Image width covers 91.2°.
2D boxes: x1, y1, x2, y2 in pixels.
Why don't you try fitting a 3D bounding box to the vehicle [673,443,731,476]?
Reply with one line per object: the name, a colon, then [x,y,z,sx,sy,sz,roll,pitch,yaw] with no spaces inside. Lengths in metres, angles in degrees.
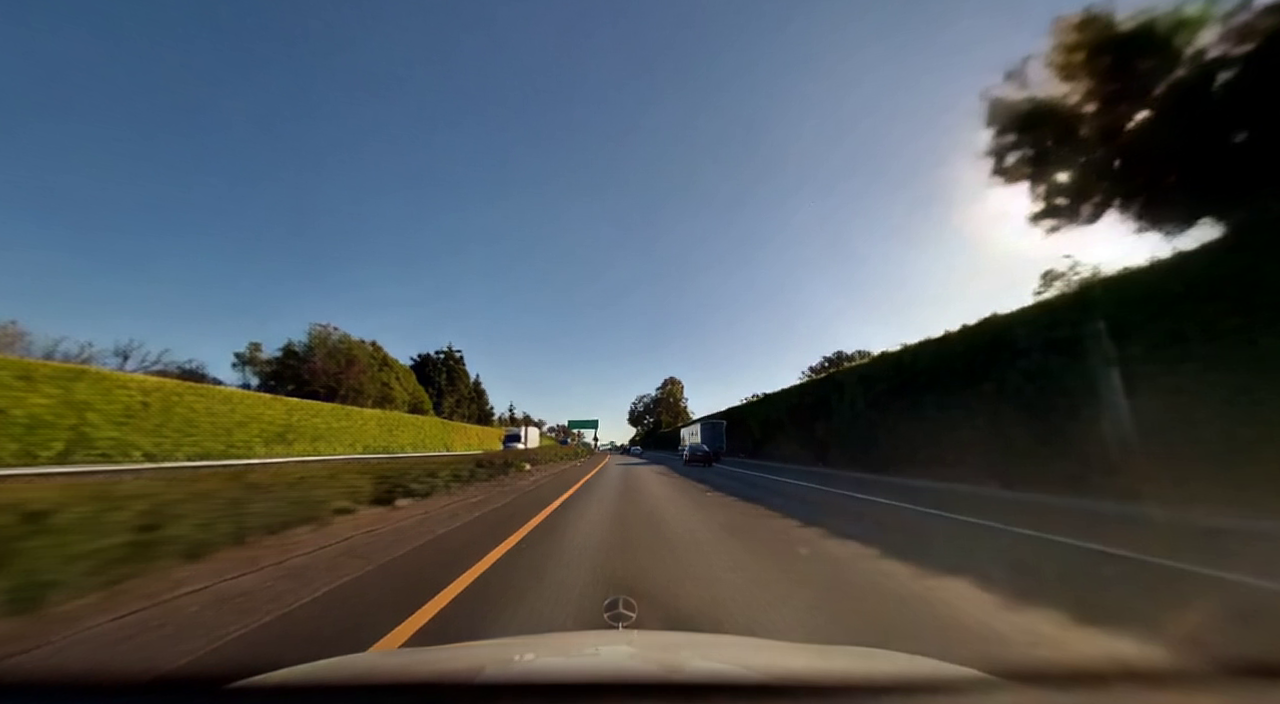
vehicle: [3.039,5.358,31.529,2.244,1.498,4.338,0,-9,-3]
